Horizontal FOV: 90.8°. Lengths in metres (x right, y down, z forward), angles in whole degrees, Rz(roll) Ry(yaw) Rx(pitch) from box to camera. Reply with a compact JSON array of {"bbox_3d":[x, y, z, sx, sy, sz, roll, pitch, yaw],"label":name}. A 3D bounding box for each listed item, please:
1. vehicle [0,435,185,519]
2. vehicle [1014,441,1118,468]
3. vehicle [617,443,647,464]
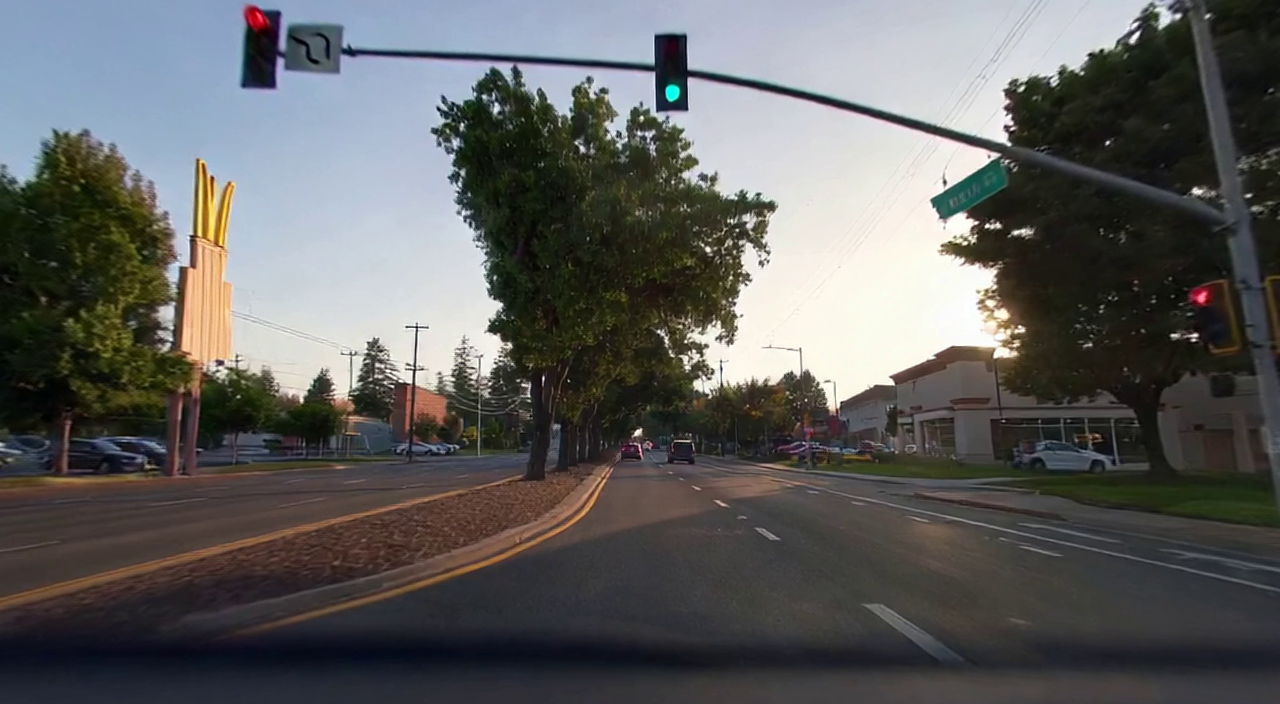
[{"bbox_3d":[-13.230,2.766,14.596,2.012,1.621,4.417,0,-8,1],"label":"vehicle"},{"bbox_3d":[24.916,5.975,37.126,2.066,1.467,4.486,5,-10,-31],"label":"vehicle"},{"bbox_3d":[-0.624,7.646,47.901,2.152,1.499,4.118,0,-8,-1],"label":"vehicle"}]
